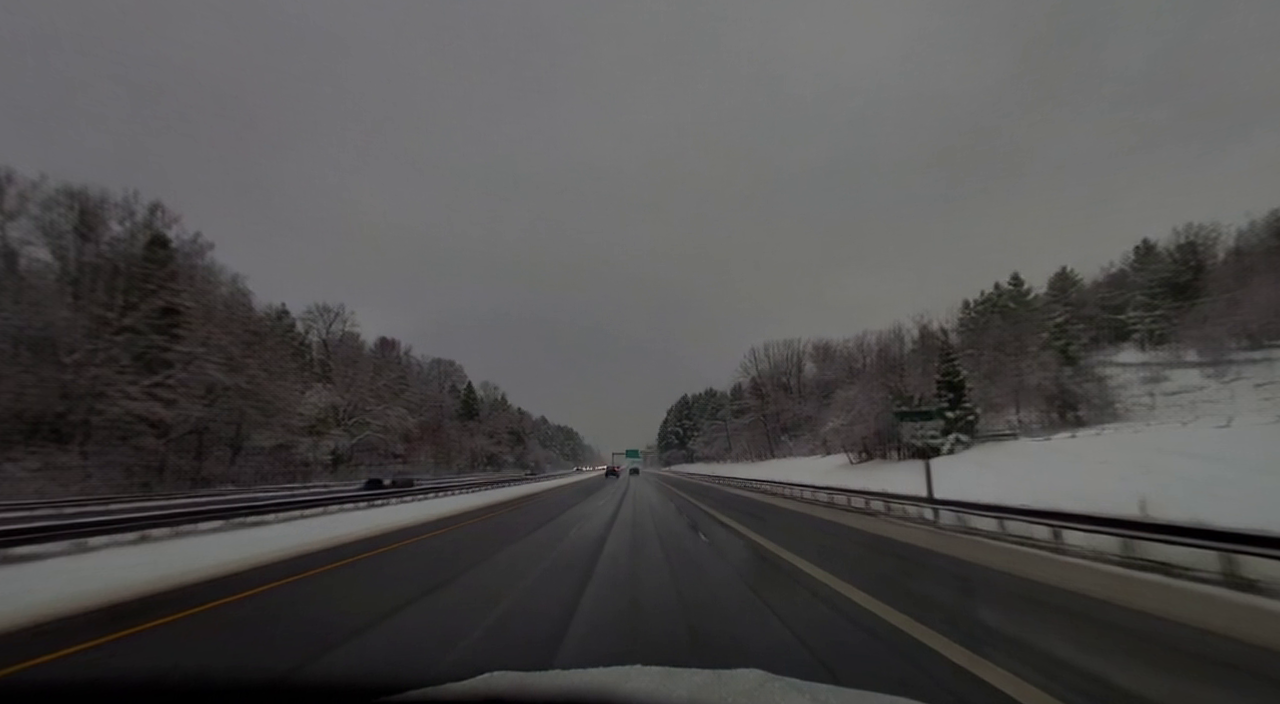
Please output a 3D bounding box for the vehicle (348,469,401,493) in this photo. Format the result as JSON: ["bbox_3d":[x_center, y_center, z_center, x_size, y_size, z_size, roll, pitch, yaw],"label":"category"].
[{"bbox_3d":[-17.197,8.351,41.004,1.765,1.429,3.838,1,-10,0],"label":"vehicle"}]
